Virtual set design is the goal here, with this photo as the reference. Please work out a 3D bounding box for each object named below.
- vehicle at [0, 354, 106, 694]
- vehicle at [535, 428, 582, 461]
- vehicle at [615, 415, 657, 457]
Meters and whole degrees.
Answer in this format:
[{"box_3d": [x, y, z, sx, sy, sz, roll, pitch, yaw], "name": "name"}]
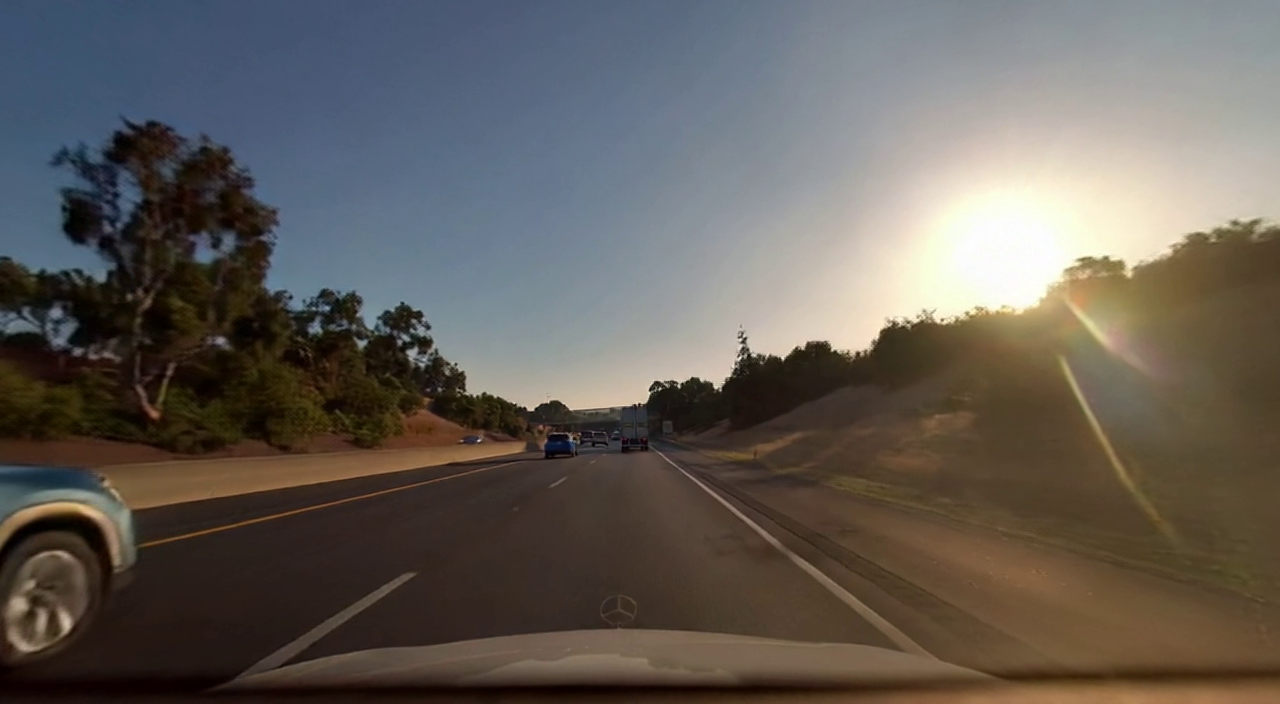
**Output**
[{"box_3d": [-4.134, 0.626, 1.458, 2.045, 1.655, 4.301, 0, -8, -1], "name": "vehicle"}, {"box_3d": [-4.512, 5.163, 35.398, 2.049, 1.726, 4.291, 0, -8, 0], "name": "vehicle"}, {"box_3d": [-0.275, 5.476, 40.845, 2.526, 2.531, 5.026, 0, -8, -1], "name": "vehicle"}]
